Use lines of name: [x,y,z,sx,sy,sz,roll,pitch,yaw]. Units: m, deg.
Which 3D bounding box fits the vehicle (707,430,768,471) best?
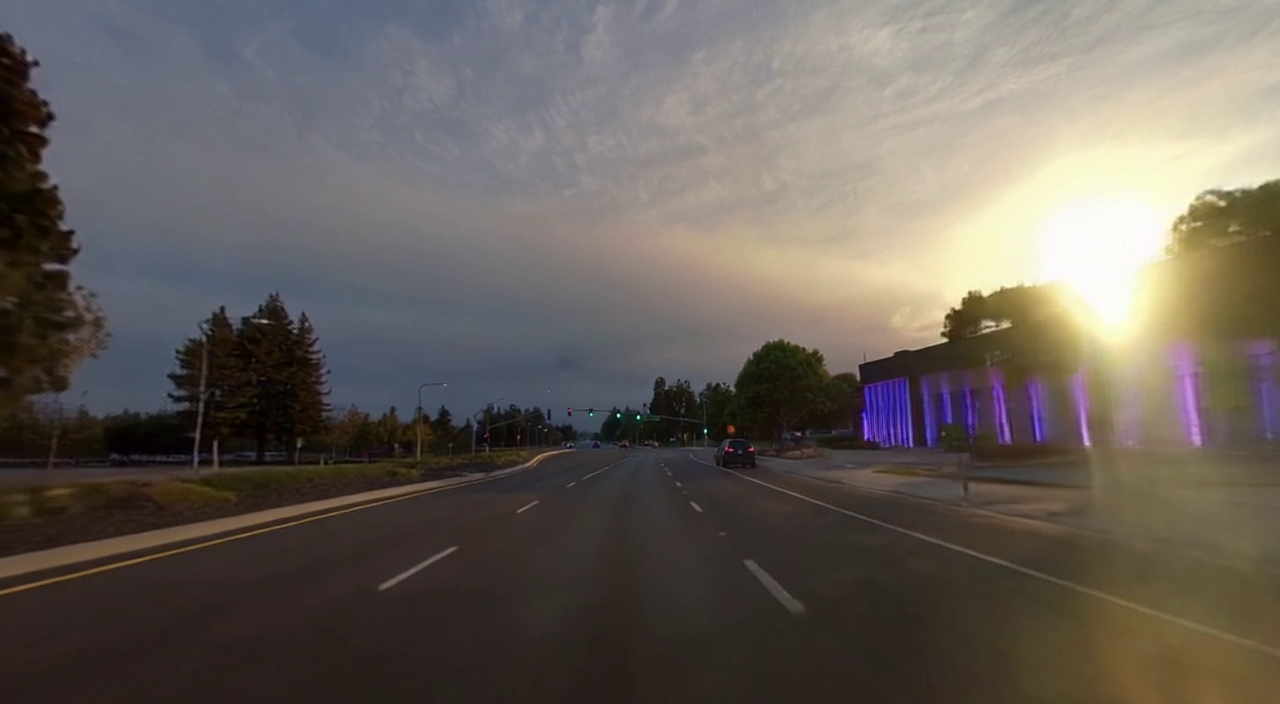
vehicle: [5.114,5.292,34.114,2.476,2.016,5.586,0,-8,1]
